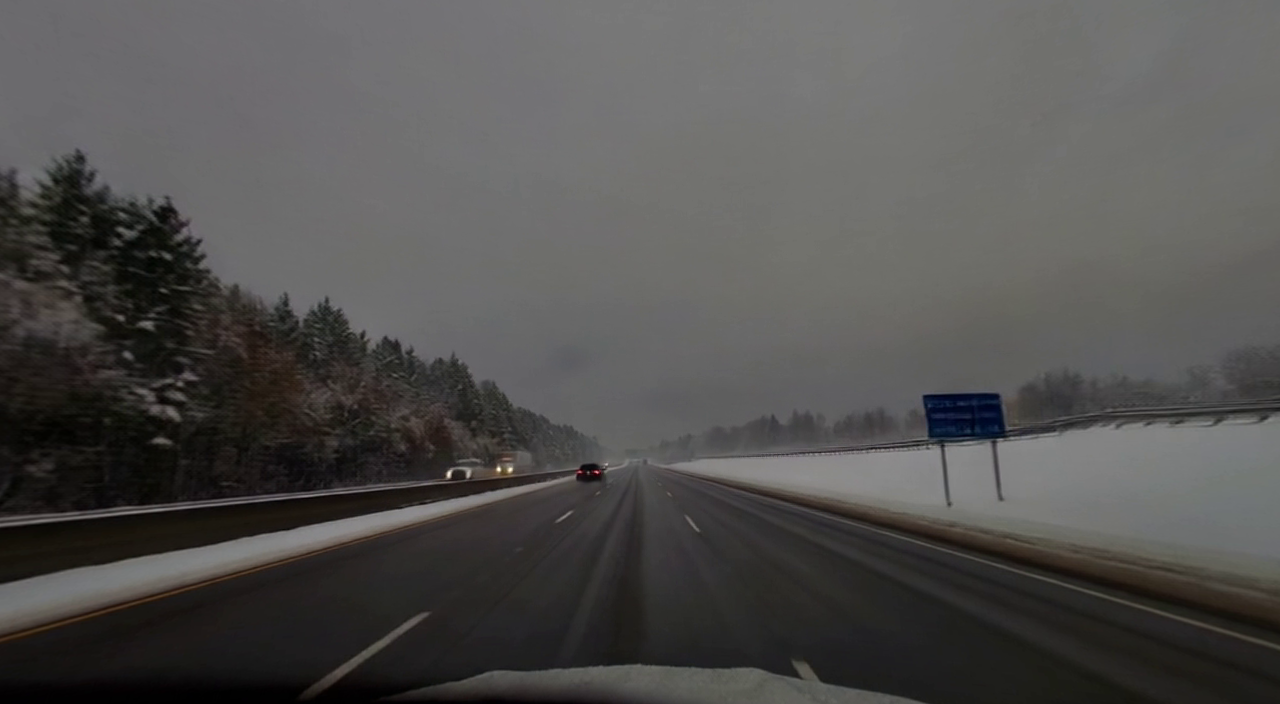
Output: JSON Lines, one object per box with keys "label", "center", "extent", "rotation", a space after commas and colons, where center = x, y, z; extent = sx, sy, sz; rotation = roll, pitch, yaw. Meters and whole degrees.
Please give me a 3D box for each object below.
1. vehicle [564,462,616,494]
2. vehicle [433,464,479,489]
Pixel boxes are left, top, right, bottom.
{"label": "vehicle", "center": [-2.427, 6.328, 31.754], "extent": [2.183, 1.435, 4.653], "rotation": [0, -10, 1]}
{"label": "vehicle", "center": [-12.248, 8.338, 42.213], "extent": [1.834, 1.541, 3.969], "rotation": [1, -10, 0]}
